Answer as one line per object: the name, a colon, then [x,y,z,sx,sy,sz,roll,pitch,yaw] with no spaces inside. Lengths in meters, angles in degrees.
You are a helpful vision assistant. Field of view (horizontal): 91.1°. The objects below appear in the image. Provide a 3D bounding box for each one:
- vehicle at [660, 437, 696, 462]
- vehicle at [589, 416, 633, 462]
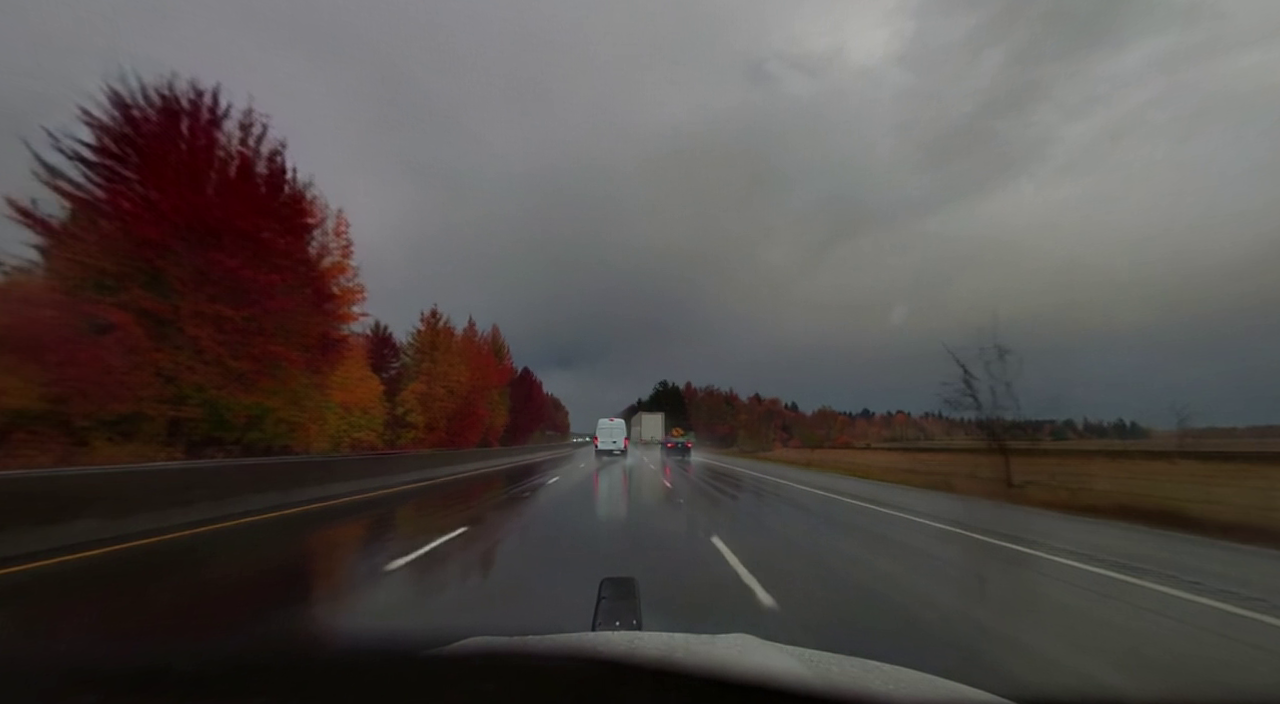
vehicle: [2.439,6.353,41.257,1.962,1.508,4.363,0,-8,-2]
vehicle: [-1.689,5.366,38.747,2.389,2.637,5.437,0,-8,0]
